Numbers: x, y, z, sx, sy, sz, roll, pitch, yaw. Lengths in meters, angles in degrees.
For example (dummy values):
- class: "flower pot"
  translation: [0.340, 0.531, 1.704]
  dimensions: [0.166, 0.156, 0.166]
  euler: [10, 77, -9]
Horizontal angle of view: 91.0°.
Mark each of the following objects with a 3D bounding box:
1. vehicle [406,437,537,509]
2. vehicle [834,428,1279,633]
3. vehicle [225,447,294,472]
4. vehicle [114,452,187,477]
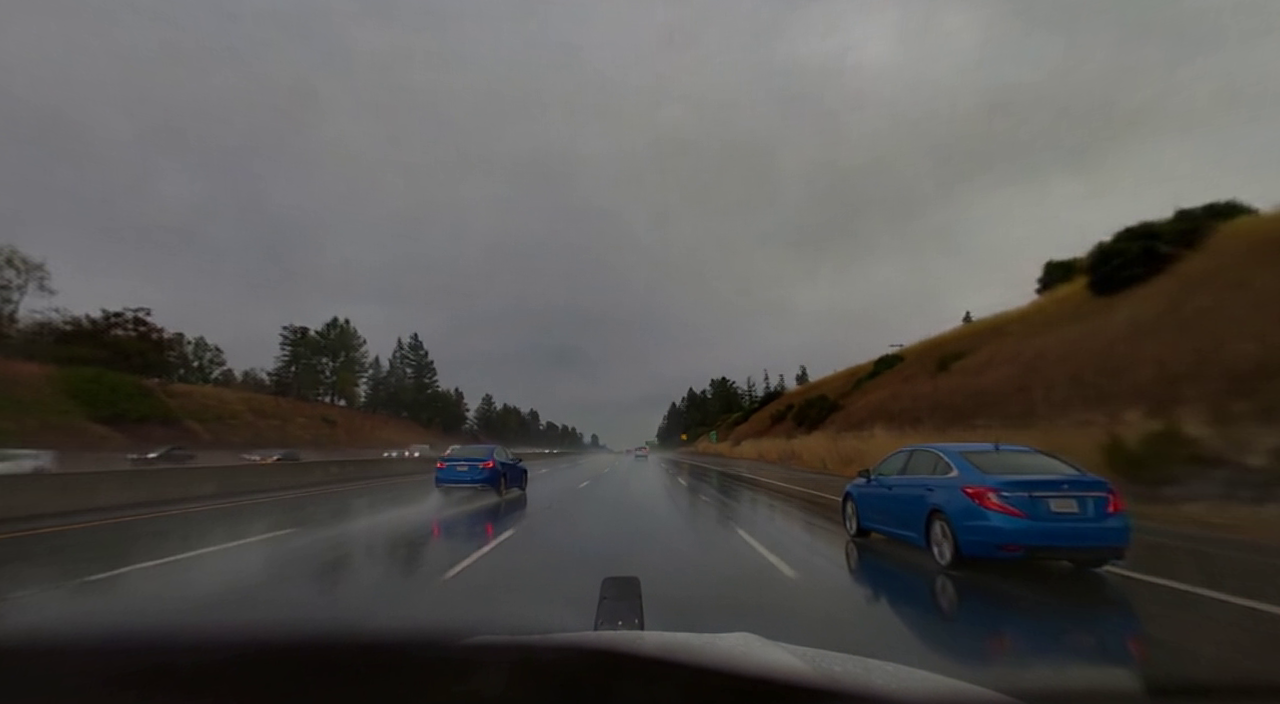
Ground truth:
- class: "vehicle"
  translation: [-3.994, 2.932, 15.777]
  dimensions: [1.987, 1.516, 4.478]
  euler: [0, -9, 1]
- class: "vehicle"
  translation: [4.007, 1.677, 7.074]
  dimensions: [2.049, 1.481, 4.774]
  euler: [0, -9, -1]
- class: "vehicle"
  translation: [-28.815, 8.163, 47.912]
  dimensions: [2.033, 1.774, 5.027]
  euler: [0, -9, 1]
- class: "vehicle"
  translation: [-36.357, 8.359, 46.915]
  dimensions: [1.882, 1.744, 4.480]
  euler: [0, -9, -1]
